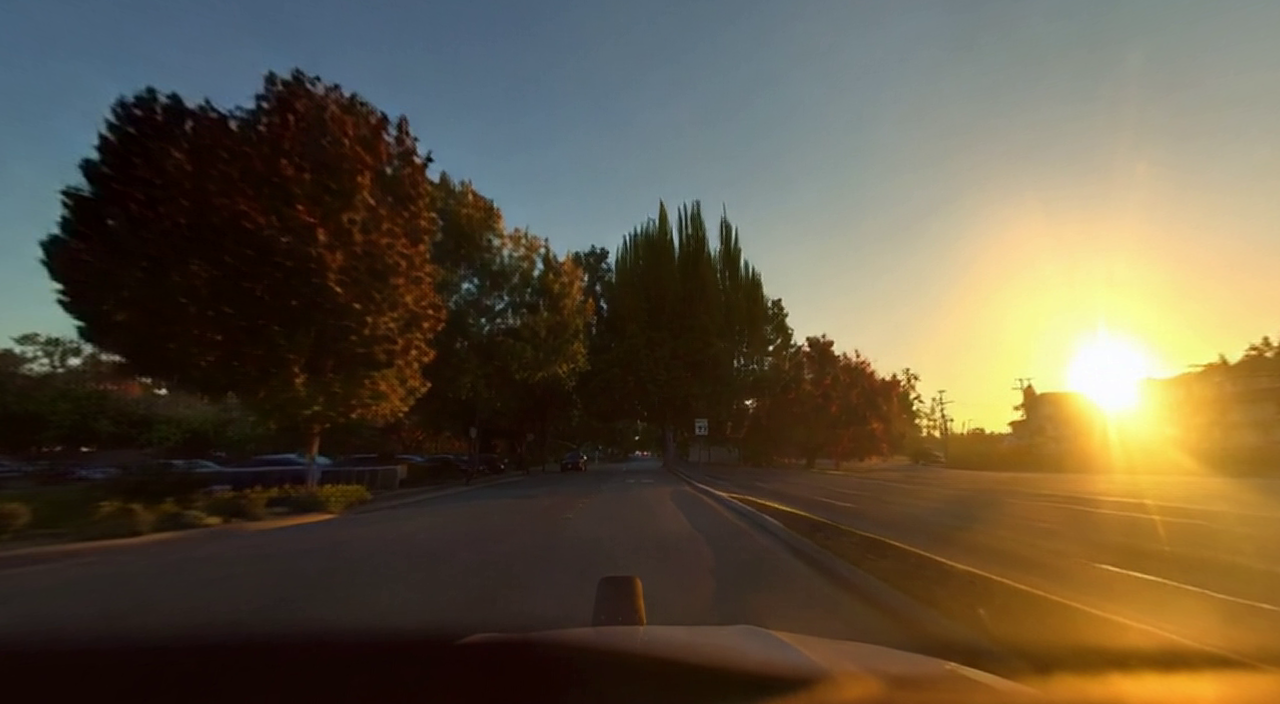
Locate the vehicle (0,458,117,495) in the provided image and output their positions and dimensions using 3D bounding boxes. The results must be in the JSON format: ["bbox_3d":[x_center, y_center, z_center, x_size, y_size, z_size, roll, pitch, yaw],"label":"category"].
[{"bbox_3d":[-26.614,5.463,27.799,5.024,1.494,2.242,0,-8,0],"label":"vehicle"}]

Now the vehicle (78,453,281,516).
[{"bbox_3d":[-13.569,3.911,18.779,4.422,1.694,2.026,0,-8,1],"label":"vehicle"}]

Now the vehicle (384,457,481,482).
[{"bbox_3d":[-12.809,7.269,39.044,5.300,1.432,1.951,1,-9,0],"label":"vehicle"}]
